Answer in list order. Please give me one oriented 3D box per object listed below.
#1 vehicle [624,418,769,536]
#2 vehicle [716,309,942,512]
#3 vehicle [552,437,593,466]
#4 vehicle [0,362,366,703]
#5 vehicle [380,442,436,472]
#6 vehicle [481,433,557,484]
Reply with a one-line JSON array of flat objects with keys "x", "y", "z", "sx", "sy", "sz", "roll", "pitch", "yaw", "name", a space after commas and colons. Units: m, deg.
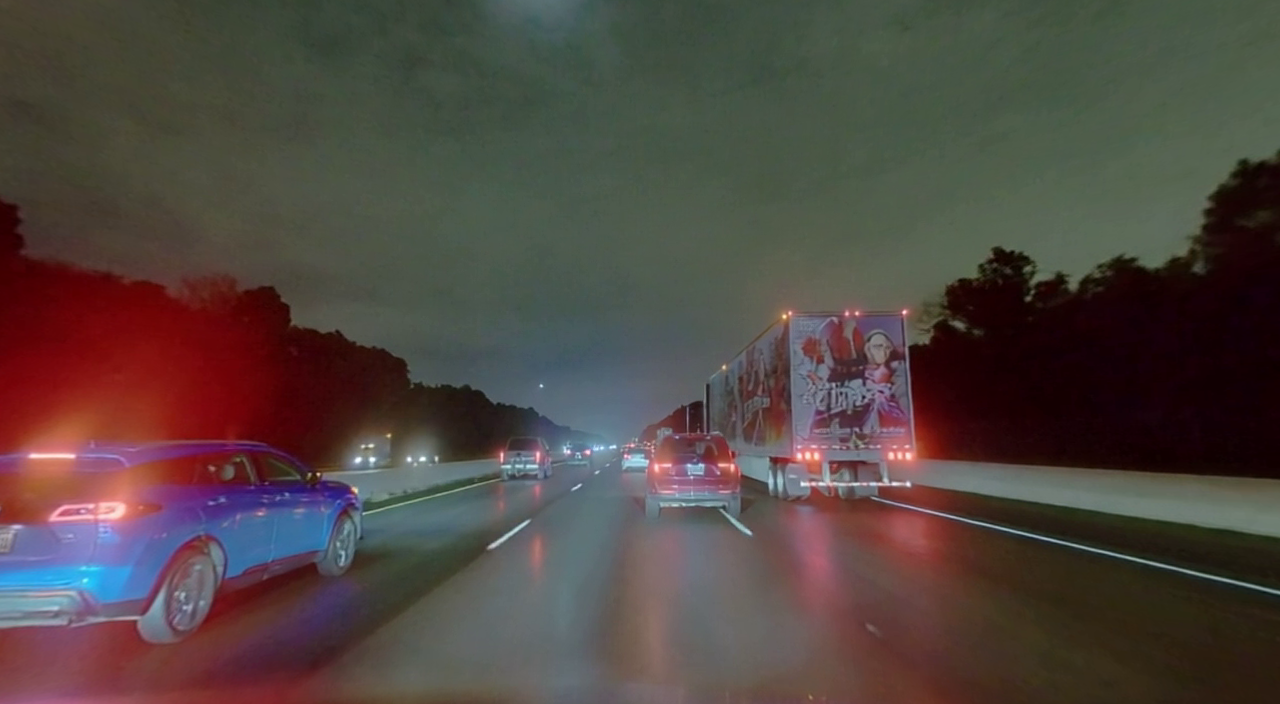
[{"x": 0.756, "y": 2.038, "z": 10.795, "sx": 2.017, "sy": 1.662, "sz": 3.543, "roll": 0, "pitch": -8, "yaw": -2, "name": "vehicle"}, {"x": 4.605, "y": 2.159, "z": 19.732, "sx": 2.828, "sy": 4.081, "sz": 14.220, "roll": 0, "pitch": -8, "yaw": 1, "name": "vehicle"}, {"x": -4.221, "y": 6.283, "z": 39.872, "sx": 2.014, "sy": 1.683, "sz": 4.275, "roll": 0, "pitch": -8, "yaw": 1, "name": "vehicle"}, {"x": -3.999, "y": 1.114, "z": 4.520, "sx": 1.983, "sy": 1.666, "sz": 4.452, "roll": 0, "pitch": -8, "yaw": 1, "name": "vehicle"}, {"x": -15.648, "y": 7.097, "z": 42.796, "sx": 2.011, "sy": 1.875, "sz": 4.685, "roll": 0, "pitch": -8, "yaw": 0, "name": "vehicle"}, {"x": -4.214, "y": 3.752, "z": 22.516, "sx": 1.905, "sy": 1.642, "sz": 3.803, "roll": 0, "pitch": -8, "yaw": 1, "name": "vehicle"}]
